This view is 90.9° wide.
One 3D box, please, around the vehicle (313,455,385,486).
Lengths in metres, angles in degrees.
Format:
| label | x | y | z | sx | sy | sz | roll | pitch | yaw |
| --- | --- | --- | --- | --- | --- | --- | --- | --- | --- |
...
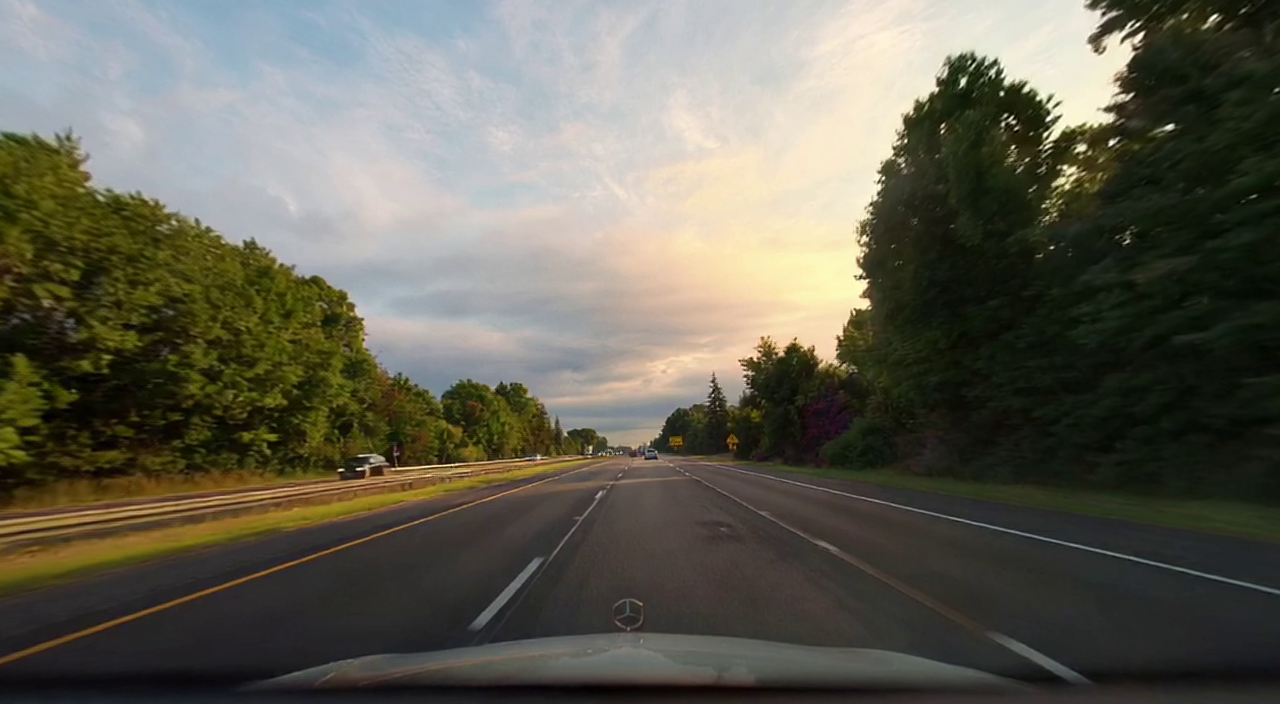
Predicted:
| label | x | y | z | sx | sy | sz | roll | pitch | yaw |
| --- | --- | --- | --- | --- | --- | --- | --- | --- | --- |
| vehicle | -17.049 | 6.941 | 37.189 | 2.109 | 1.696 | 4.279 | 0 | -9 | 1 |
